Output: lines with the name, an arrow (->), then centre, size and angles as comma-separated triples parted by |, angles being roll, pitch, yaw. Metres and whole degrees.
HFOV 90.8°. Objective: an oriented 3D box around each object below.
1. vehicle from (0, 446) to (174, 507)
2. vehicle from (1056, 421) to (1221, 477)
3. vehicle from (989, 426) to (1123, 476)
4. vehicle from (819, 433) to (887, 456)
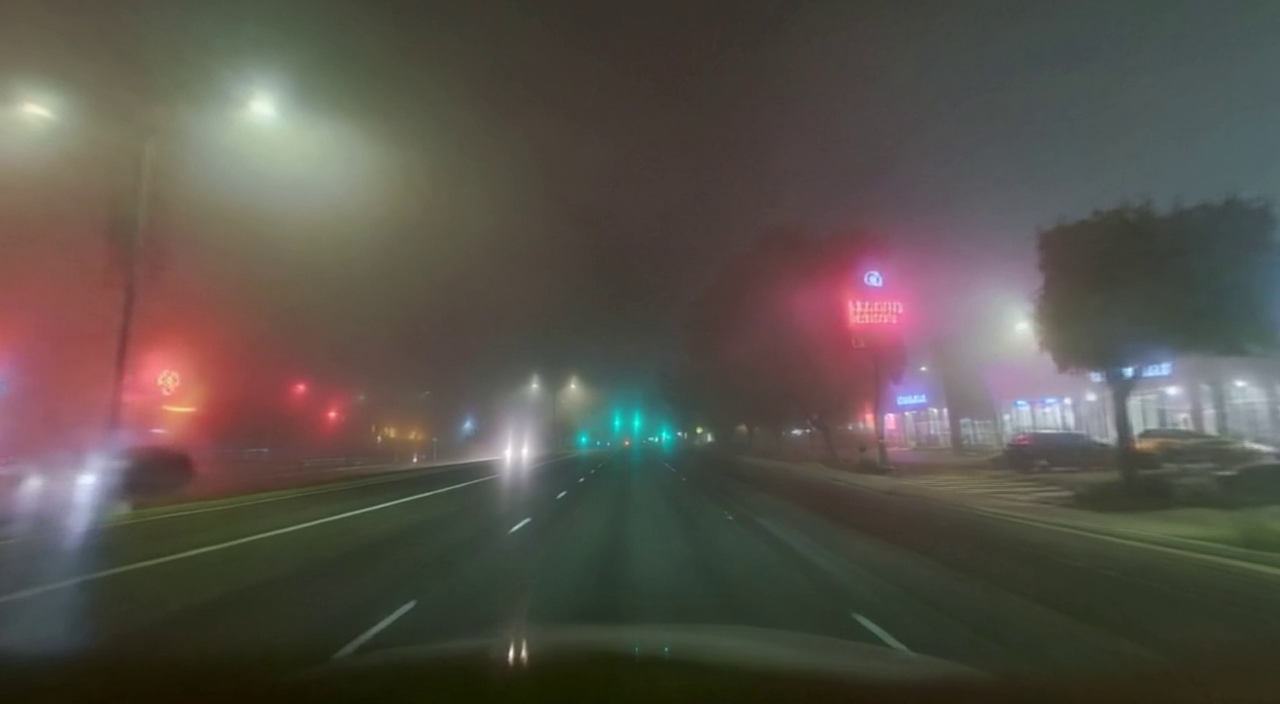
vehicle -> -15.898, 3.449, 18.055 | 1.872, 1.505, 4.296 | 0, -8, 0
vehicle -> 17.964, 3.533, 23.171 | 1.995, 1.793, 4.956 | 0, -8, 0
vehicle -> 15.310, 3.671, 23.646 | 1.881, 1.664, 4.658 | 0, -8, 1
vehicle -> 16.796, 7.341, 49.962 | 4.634, 1.745, 1.893 | 0, -8, 0
